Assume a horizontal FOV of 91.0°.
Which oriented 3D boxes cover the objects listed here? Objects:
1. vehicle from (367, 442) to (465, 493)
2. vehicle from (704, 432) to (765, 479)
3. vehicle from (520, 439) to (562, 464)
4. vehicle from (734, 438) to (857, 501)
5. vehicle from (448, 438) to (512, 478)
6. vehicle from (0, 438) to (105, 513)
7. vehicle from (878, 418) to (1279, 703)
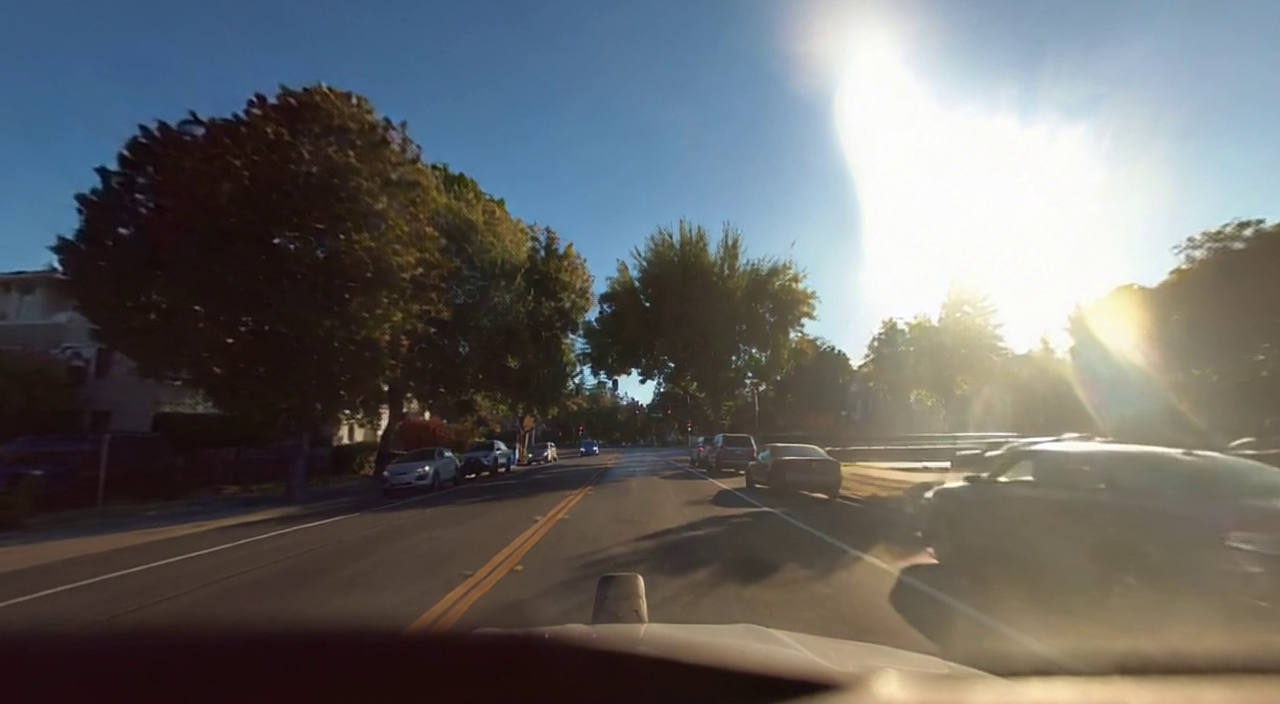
[{"bbox_3d":[-7.526,3.879,21.548,1.976,1.554,3.654,0,-8,1],"label":"vehicle"},{"bbox_3d":[3.887,4.308,26.606,1.908,1.788,4.397,0,-8,1],"label":"vehicle"},{"bbox_3d":[-7.313,7.377,46.870,2.150,1.766,5.483,0,-8,1],"label":"vehicle"},{"bbox_3d":[3.918,3.025,16.671,2.036,1.405,4.312,0,-8,-2],"label":"vehicle"},{"bbox_3d":[-7.541,5.035,30.168,1.994,1.718,4.518,0,-8,-1],"label":"vehicle"},{"bbox_3d":[-14.157,2.621,13.469,1.921,1.518,3.799,0,-9,2],"label":"vehicle"},{"bbox_3d":[4.026,1.414,5.529,2.005,1.466,4.767,0,-8,0],"label":"vehicle"}]
